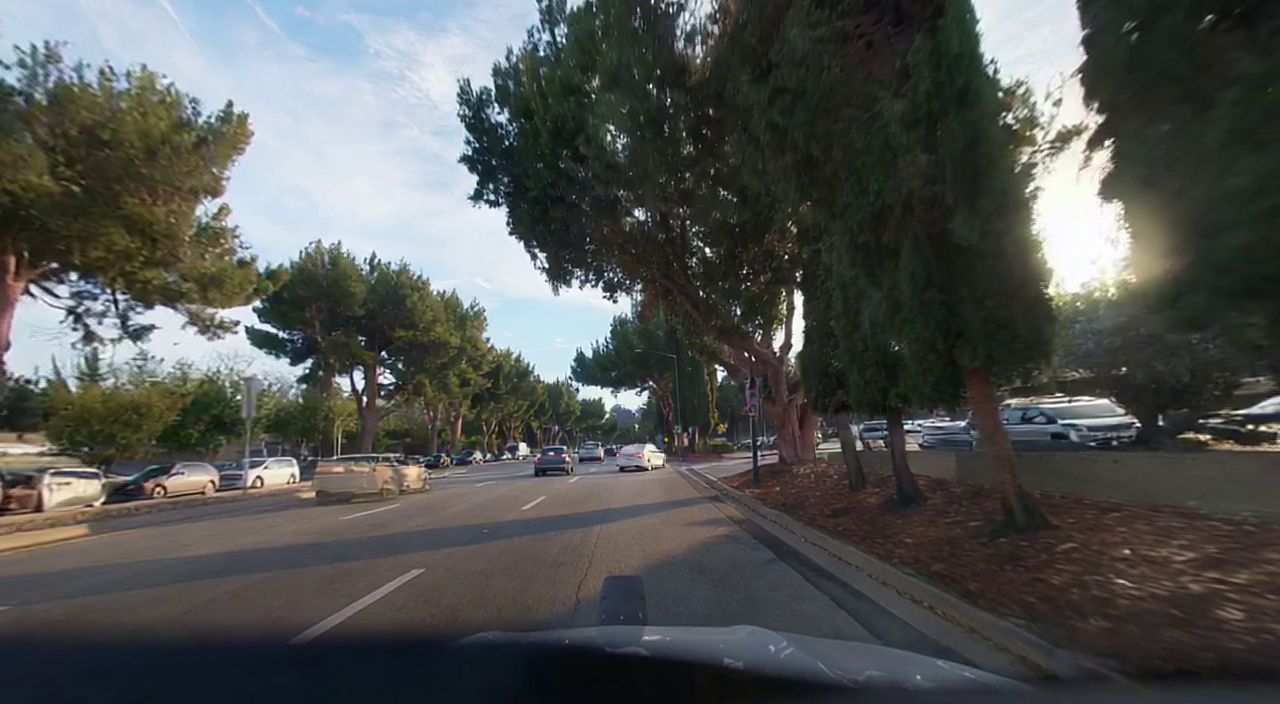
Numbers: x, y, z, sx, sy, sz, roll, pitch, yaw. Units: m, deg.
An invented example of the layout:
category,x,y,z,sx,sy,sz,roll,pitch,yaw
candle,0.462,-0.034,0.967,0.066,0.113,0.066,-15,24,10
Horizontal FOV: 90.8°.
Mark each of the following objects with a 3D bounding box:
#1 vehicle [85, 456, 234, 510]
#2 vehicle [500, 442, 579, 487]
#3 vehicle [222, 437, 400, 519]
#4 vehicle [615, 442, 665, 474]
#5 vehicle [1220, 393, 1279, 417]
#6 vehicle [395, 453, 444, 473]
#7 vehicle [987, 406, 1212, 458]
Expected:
category,x,y,z,sx,sy,sz,roll,pitch,yaw
vehicle,-17.111,4.639,22.837,1.874,1.626,4.447,0,-8,-1
vehicle,-3.657,4.191,23.901,2.235,1.500,4.420,0,-8,0
vehicle,-7.880,3.025,15.770,2.054,1.744,4.422,0,-8,0
vehicle,0.097,5.383,32.370,2.208,1.513,4.504,-1,-8,5
vehicle,48.520,4.154,49.260,1.786,1.645,4.272,3,-10,-25
vehicle,-17.090,8.586,49.188,1.981,1.431,4.862,0,-8,1
vehicle,13.544,2.422,18.915,4.959,1.455,2.203,0,-9,1
